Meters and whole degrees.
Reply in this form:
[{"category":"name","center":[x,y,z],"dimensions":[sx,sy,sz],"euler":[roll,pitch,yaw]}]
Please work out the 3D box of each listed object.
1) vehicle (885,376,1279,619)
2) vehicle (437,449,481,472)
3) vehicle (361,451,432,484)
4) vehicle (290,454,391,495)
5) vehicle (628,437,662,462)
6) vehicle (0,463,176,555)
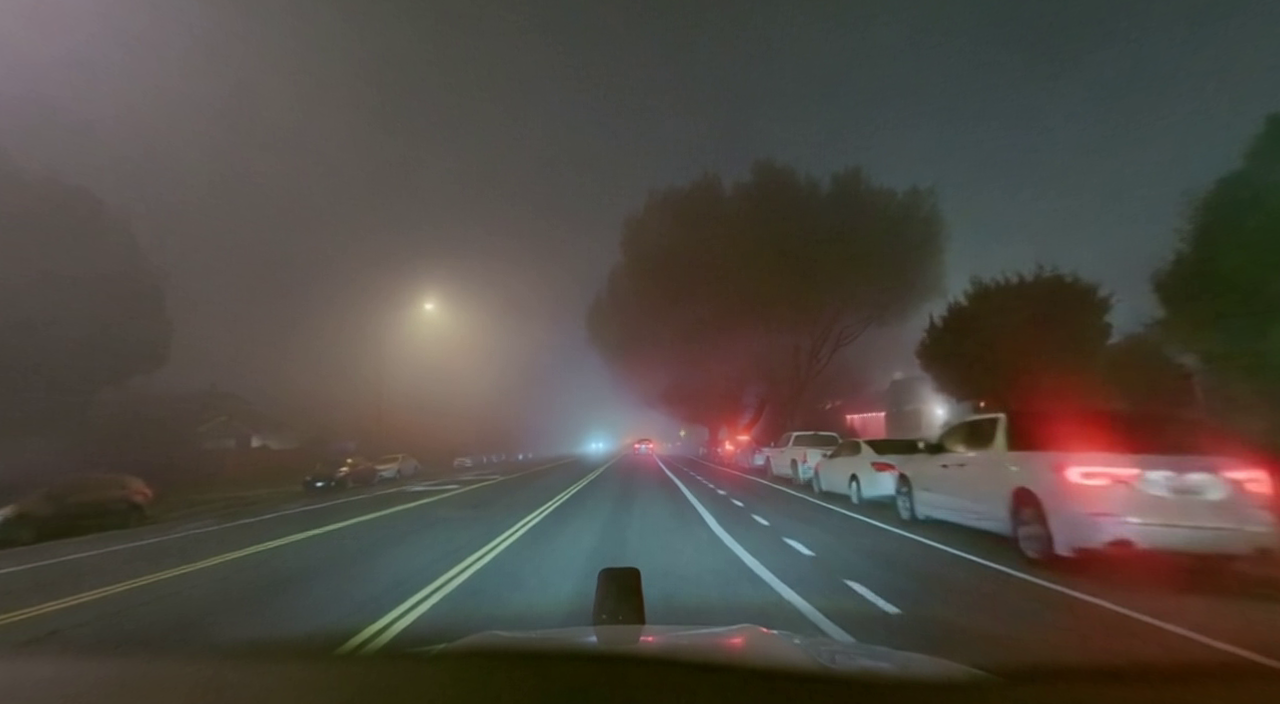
[{"category":"vehicle","center":[4.920,1.442,7.337],"dimensions":[2.022,1.799,5.105],"euler":[0,-8,-1]},{"category":"vehicle","center":[-12.594,7.583,44.289],"dimensions":[1.877,1.505,4.125],"euler":[0,-8,0]},{"category":"vehicle","center":[-12.419,5.892,32.563],"dimensions":[1.853,1.497,4.527],"euler":[0,-8,0]},{"category":"vehicle","center":[-12.709,5.178,27.175],"dimensions":[1.969,1.490,4.675],"euler":[0,-8,1]},{"category":"vehicle","center":[0.275,6.121,39.809],"dimensions":[2.022,1.471,3.973],"euler":[0,-8,-1]},{"category":"vehicle","center":[-12.608,3.200,13.332],"dimensions":[1.880,1.523,4.833],"euler":[0,-8,1]}]
